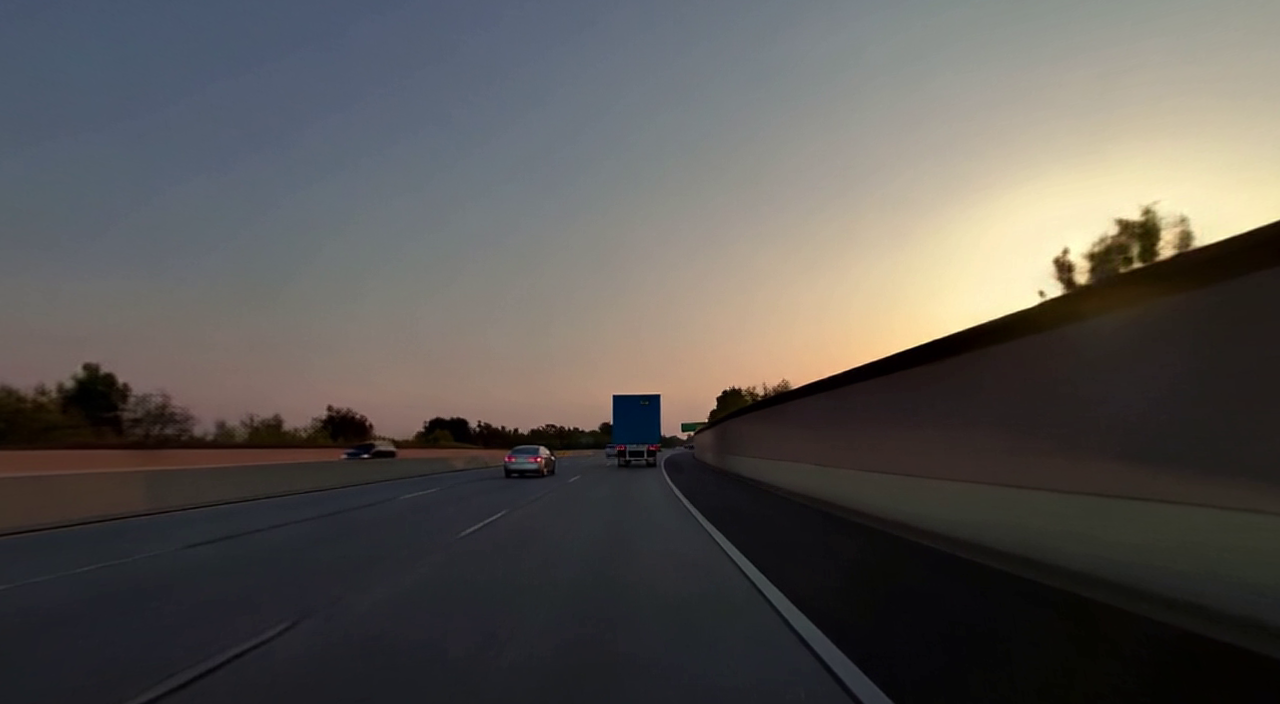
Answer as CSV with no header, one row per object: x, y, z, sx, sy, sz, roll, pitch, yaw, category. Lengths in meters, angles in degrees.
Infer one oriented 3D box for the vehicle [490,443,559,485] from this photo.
-4.434,4.347,24.630,1.895,1.500,3.808,0,-9,1,vehicle

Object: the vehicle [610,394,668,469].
-0.021,5.194,39.902,3.123,4.094,10.812,0,-9,0,vehicle
